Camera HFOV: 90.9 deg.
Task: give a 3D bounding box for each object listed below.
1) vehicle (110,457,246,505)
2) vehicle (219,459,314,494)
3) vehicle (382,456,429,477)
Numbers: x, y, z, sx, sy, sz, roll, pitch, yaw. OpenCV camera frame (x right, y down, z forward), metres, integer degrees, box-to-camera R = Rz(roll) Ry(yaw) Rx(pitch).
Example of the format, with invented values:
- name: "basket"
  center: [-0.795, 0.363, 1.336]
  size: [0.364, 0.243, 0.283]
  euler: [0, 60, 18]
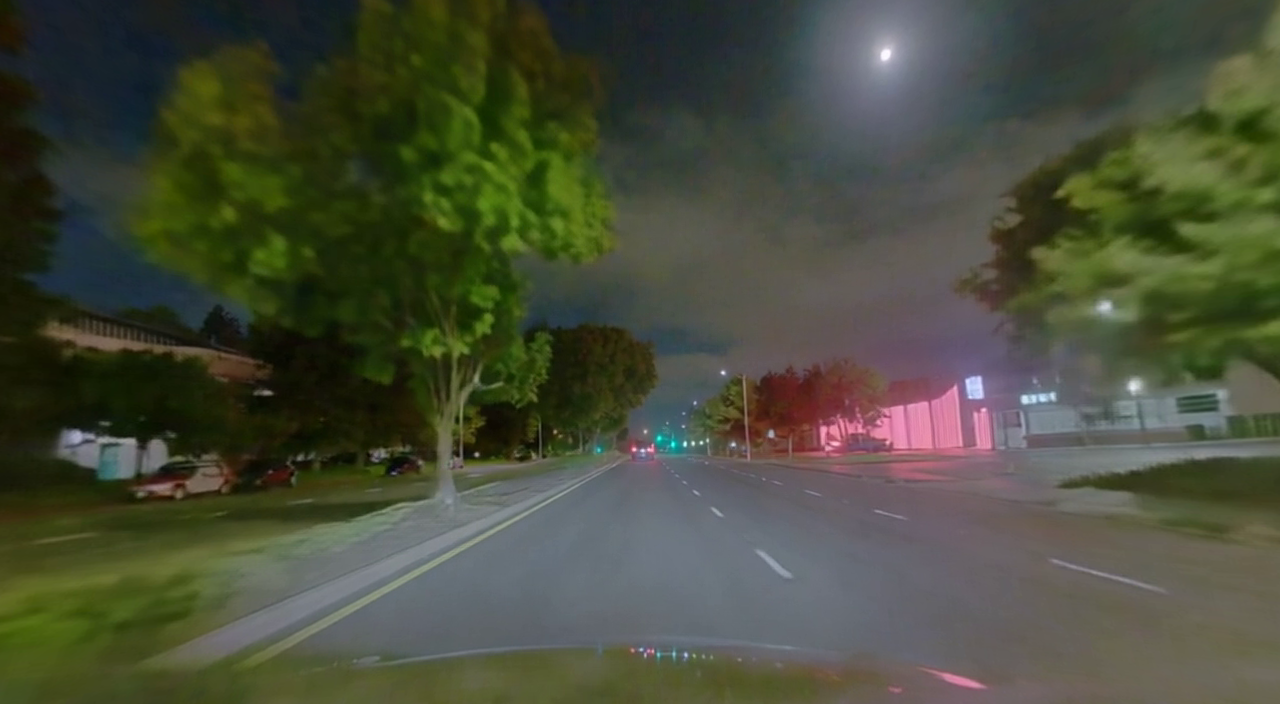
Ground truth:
- name: "vehicle"
  center: [-18.969, 5.276, 26.210]
  size: [1.959, 1.682, 4.628]
  euler: [0, -8, 2]
- name: "vehicle"
  center: [-18.697, 6.241, 31.842]
  size: [1.861, 1.499, 4.535]
  euler: [0, -8, 3]
- name: "vehicle"
  center: [-18.428, 8.988, 49.723]
  size: [1.806, 1.454, 4.599]
  euler: [0, -8, 1]
